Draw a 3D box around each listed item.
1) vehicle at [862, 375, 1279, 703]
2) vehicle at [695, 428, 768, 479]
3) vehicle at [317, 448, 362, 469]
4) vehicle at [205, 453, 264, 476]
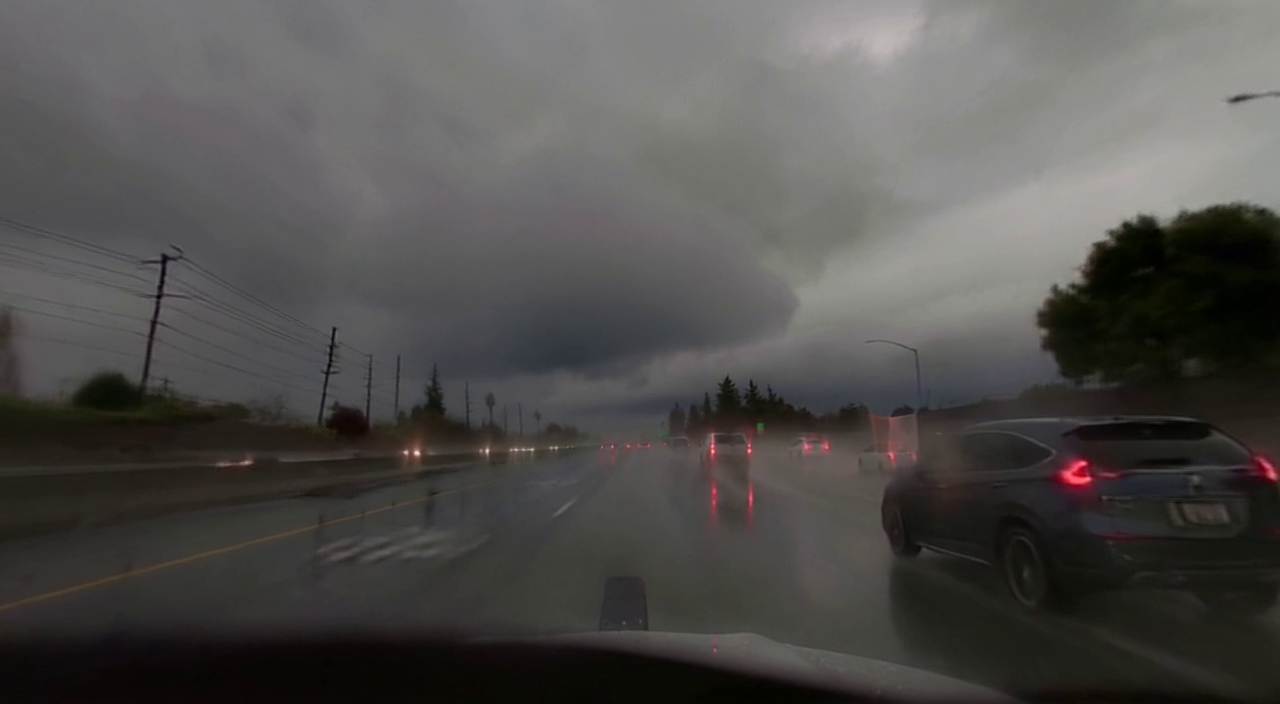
[{"bbox_3d":[3.815,1.255,5.469,2.146,1.639,4.475,0,-8,0],"label":"vehicle"},{"bbox_3d":[3.924,4.468,28.163,2.442,2.022,5.466,0,-8,0],"label":"vehicle"},{"bbox_3d":[-22.251,7.887,46.851,1.588,1.423,3.497,0,-8,0],"label":"vehicle"},{"bbox_3d":[-26.227,7.247,40.930,1.512,1.348,3.317,0,-8,3],"label":"vehicle"}]
